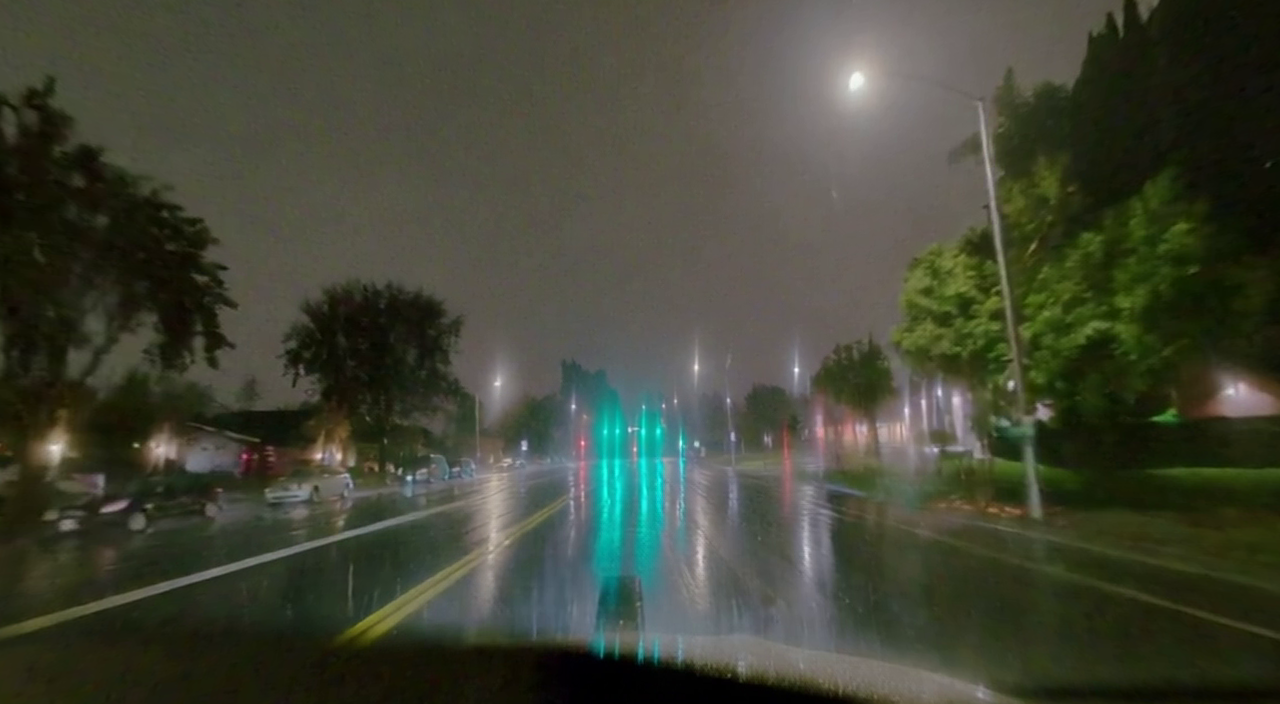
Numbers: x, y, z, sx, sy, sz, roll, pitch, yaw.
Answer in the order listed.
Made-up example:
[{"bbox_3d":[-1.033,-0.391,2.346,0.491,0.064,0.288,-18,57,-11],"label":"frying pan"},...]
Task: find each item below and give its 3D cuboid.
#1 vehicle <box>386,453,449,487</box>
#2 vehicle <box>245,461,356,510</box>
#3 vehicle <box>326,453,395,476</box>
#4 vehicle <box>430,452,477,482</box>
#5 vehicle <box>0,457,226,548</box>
[{"bbox_3d":[-12.698,6.718,36.370,1.882,1.775,4.904,0,-9,0],"label":"vehicle"},{"bbox_3d":[-12.768,5.006,24.115,1.833,1.464,4.292,-4,-8,1],"label":"vehicle"},{"bbox_3d":[-21.428,8.636,48.535,4.284,1.621,1.938,0,-9,1],"label":"vehicle"},{"bbox_3d":[-12.400,7.638,42.165,1.882,1.727,3.945,-4,-8,1],"label":"vehicle"},{"bbox_3d":[-12.921,3.599,15.817,2.086,1.720,4.499,-3,-8,0],"label":"vehicle"}]
